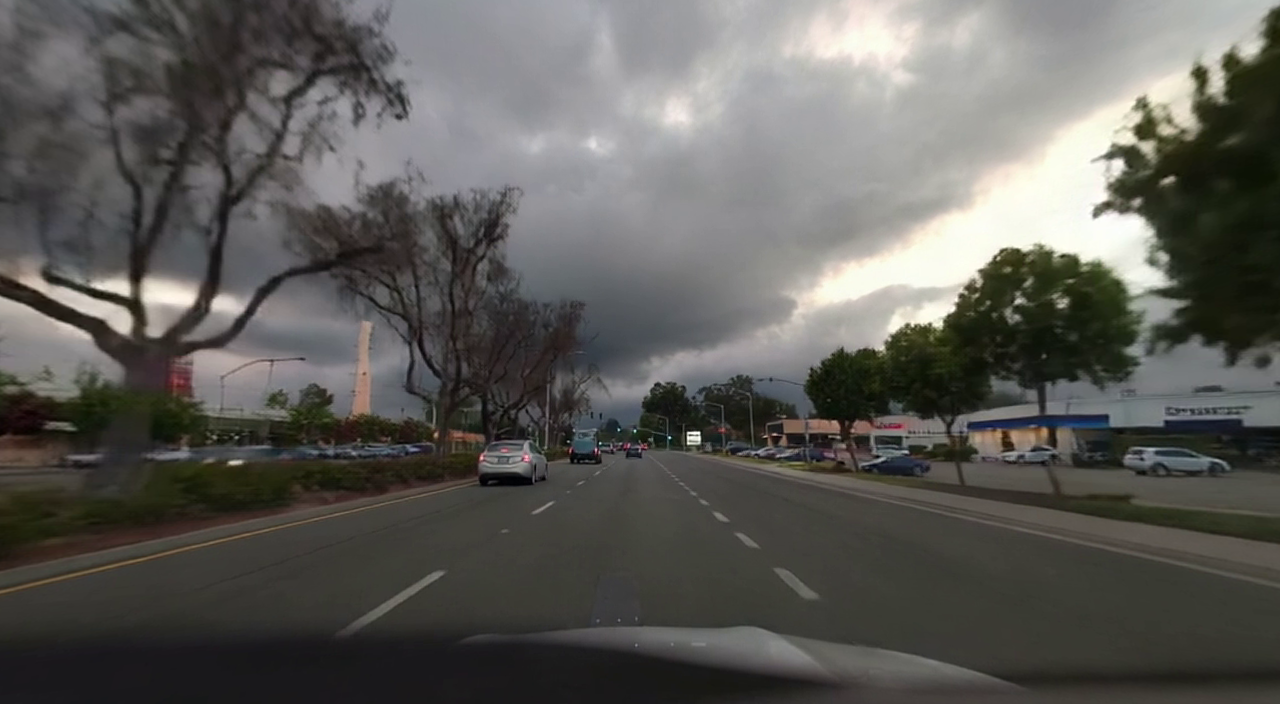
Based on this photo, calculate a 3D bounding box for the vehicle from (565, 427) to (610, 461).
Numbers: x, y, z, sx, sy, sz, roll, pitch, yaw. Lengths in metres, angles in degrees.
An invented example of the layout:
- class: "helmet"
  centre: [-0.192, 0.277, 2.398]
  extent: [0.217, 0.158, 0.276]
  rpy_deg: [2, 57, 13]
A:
- class: "vehicle"
  centre: [-4.019, 7.316, 49.971]
  extent: [2.917, 2.524, 6.990]
  rpy_deg: [0, -8, 0]

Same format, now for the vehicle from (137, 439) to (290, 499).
- class: "vehicle"
  centre: [-12.356, 3.378, 18.611]
  extent: [1.760, 1.567, 3.930]
  rpy_deg: [0, -8, -1]

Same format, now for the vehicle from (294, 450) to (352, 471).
- class: "vehicle"
  centre: [-23.183, 7.923, 46.211]
  extent: [1.885, 1.428, 4.638]
  rpy_deg: [0, -8, -1]

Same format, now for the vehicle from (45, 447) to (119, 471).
- class: "vehicle"
  centre: [-37.833, 7.257, 42.836]
  extent: [1.916, 1.475, 4.651]
  rpy_deg: [3, -9, -17]

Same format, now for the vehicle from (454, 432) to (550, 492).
- class: "vehicle"
  centre: [-4.283, 3.480, 20.252]
  extent: [2.109, 1.672, 4.256]
  rpy_deg: [0, -8, 0]

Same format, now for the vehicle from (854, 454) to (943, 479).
- class: "vehicle"
  centre: [16.264, 7.214, 39.757]
  extent: [4.723, 1.466, 2.085]
  rpy_deg: [0, -9, -1]

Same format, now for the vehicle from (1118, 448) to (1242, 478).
- class: "vehicle"
  centre: [28.936, 5.960, 33.826]
  extent: [4.754, 1.499, 1.955]
  rpy_deg: [0, -8, 2]
